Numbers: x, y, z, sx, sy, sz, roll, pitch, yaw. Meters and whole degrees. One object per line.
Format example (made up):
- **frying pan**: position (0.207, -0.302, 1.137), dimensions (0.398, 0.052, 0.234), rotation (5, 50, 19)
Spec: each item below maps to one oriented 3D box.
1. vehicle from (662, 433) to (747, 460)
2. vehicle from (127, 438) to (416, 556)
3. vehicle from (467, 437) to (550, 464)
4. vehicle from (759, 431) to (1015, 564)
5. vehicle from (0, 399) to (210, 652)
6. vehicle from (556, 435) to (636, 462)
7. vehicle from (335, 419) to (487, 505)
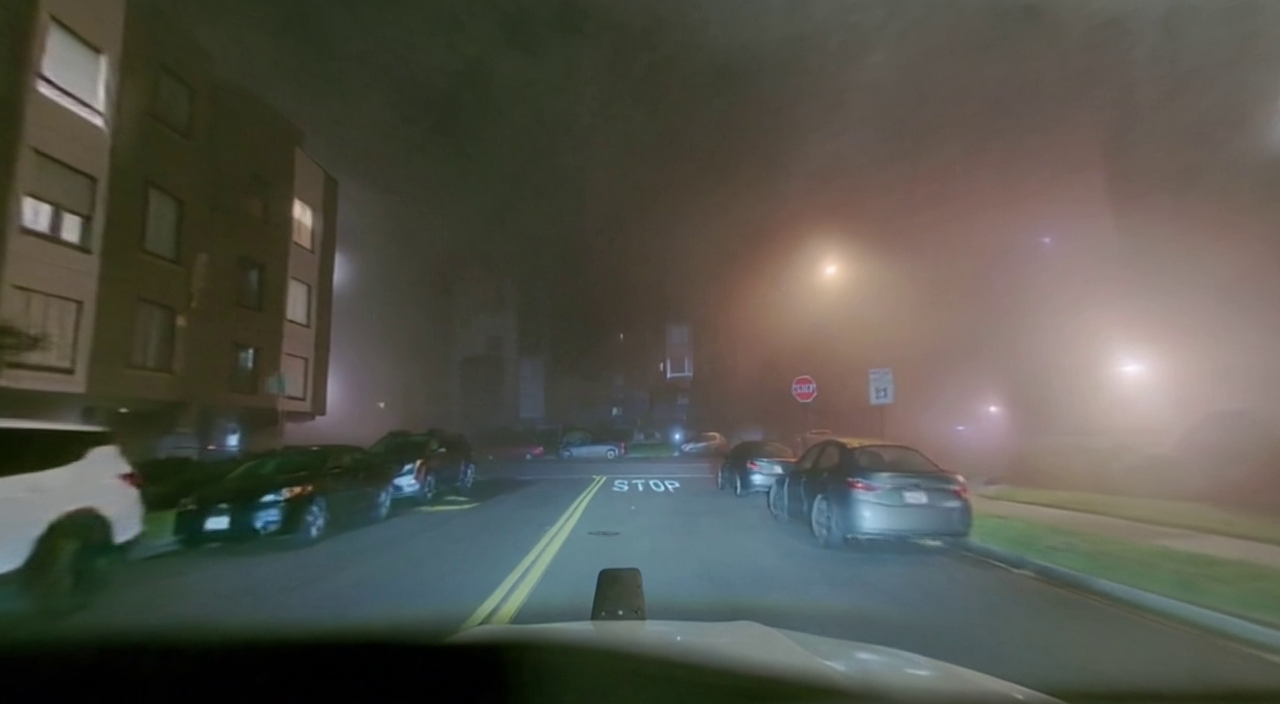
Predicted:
- **vehicle**: position (3.670, 5.470, 36.647), dimensions (4.681, 1.480, 1.817), rotation (0, -8, -3)
- **vehicle**: position (-5.578, 2.199, 10.472), dimensions (2.129, 1.505, 4.510), rotation (0, -8, -1)
- **vehicle**: position (-7.443, 5.623, 36.146), dimensions (4.423, 1.449, 1.813), rotation (1, -8, -5)
- **vehicle**: position (3.250, 1.974, 9.442), dimensions (1.919, 1.490, 4.339), rotation (0, -8, -2)
- **vehicle**: position (-5.570, 1.208, 4.330), dimensions (2.075, 1.774, 4.596), rotation (0, -8, -2)
- **vehicle**: position (-2.525, 5.563, 36.454), dimensions (4.489, 1.470, 1.776), rotation (1, -8, -3)
- **vehicle**: position (-5.865, 2.895, 17.211), dimensions (2.208, 1.903, 6.040), rotation (1, -8, -4)
